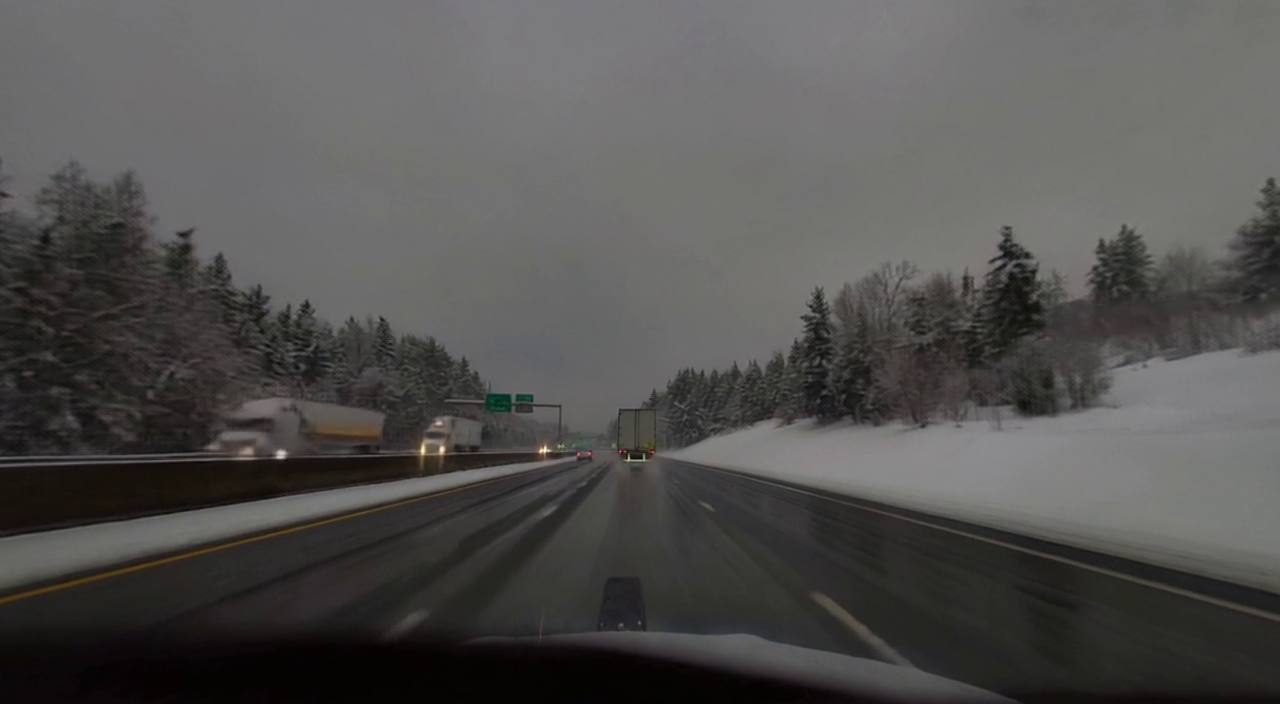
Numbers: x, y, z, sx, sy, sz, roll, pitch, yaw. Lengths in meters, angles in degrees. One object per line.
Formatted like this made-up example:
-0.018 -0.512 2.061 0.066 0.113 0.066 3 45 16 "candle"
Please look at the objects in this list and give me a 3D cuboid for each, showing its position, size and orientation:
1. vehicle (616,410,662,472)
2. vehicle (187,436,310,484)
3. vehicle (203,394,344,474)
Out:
-0.204 6.538 45.995 2.962 3.953 10.696 0 -9 -2 "vehicle"
-13.309 3.685 21.690 1.995 1.490 3.421 0 -9 0 "vehicle"
-17.615 4.085 30.896 3.242 3.506 5.962 0 -9 -1 "vehicle"
